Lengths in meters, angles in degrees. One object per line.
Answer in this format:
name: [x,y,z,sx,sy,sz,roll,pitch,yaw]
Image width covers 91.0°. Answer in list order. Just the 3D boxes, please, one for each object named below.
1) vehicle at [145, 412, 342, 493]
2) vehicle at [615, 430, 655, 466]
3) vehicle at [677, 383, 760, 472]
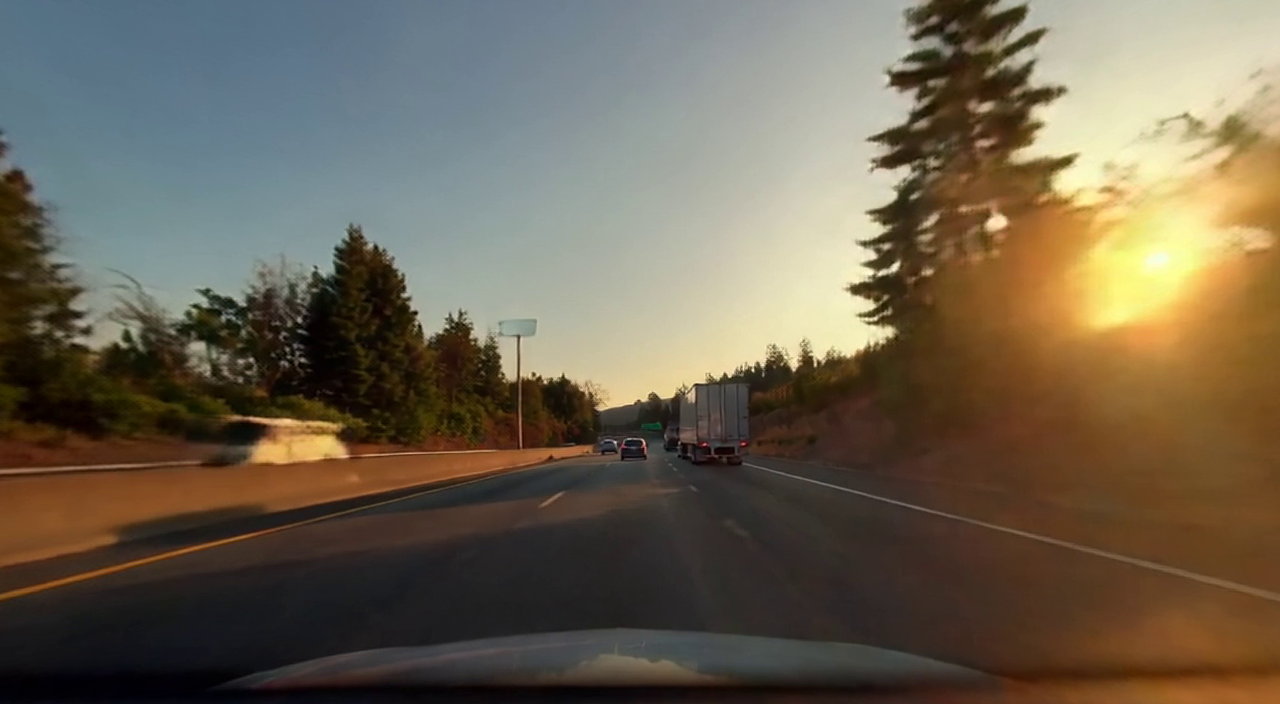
vehicle: [-16.330,4.224,26.970,2.976,2.894,8.084,-1,-8,2]
vehicle: [-0.222,5.657,37.210,2.211,1.933,4.315,-1,-8,1]
vehicle: [4.074,4.535,36.596,3.005,4.121,14.417,0,-8,0]
